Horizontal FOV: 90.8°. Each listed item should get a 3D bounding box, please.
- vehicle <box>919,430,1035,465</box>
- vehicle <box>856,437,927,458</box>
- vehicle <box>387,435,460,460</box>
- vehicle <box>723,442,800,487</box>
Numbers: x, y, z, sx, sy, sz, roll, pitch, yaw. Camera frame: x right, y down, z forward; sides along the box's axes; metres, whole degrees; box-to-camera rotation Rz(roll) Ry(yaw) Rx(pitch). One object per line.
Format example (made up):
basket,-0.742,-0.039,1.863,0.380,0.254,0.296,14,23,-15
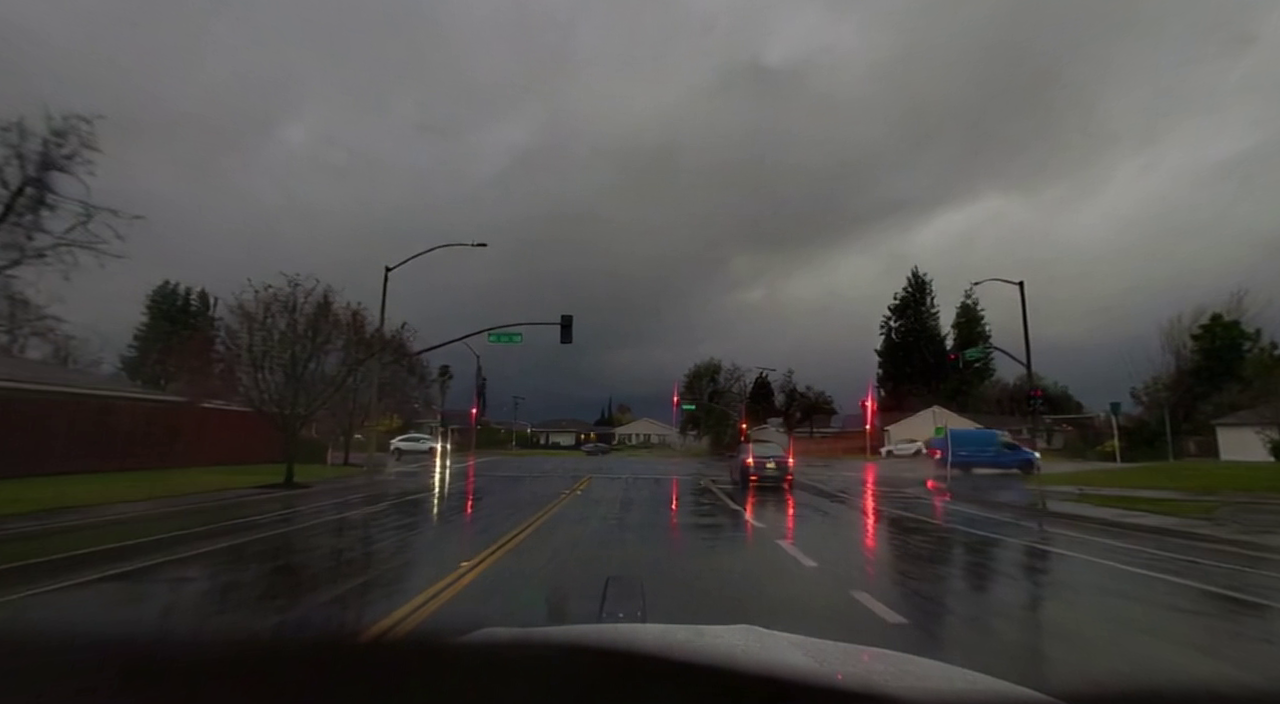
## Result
vehicle,20.938,5.959,39.449,5.869,2.098,2.206,-1,-9,3
vehicle,19.551,7.446,49.254,4.630,1.637,2.023,0,-9,1
vehicle,-14.061,6.215,41.168,4.081,1.522,1.863,-1,-9,4
vehicle,4.344,4.085,23.252,1.947,1.485,4.336,0,-8,0
